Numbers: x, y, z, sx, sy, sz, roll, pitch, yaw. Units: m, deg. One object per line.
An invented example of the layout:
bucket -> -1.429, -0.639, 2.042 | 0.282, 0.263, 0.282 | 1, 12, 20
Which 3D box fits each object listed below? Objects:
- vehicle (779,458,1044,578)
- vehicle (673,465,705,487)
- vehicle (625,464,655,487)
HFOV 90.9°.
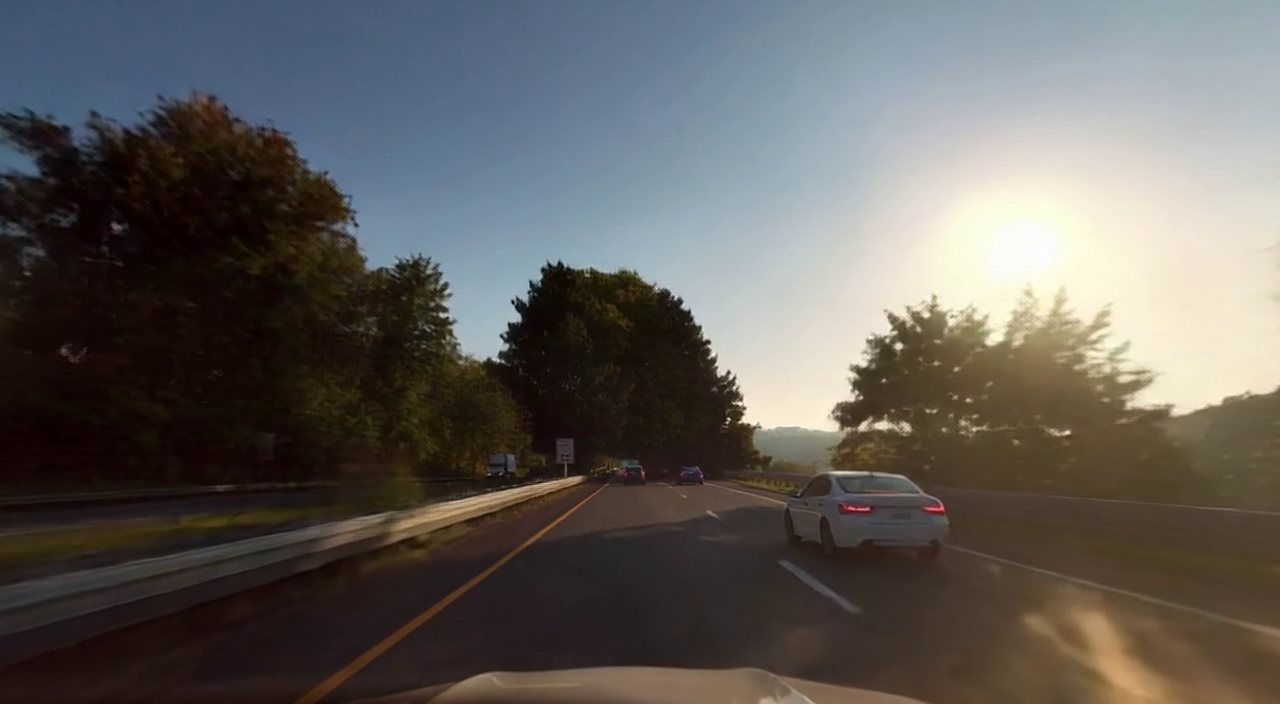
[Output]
vehicle -> 3.871, 2.492, 10.222 | 2.018, 1.426, 4.941 | 1, -10, -1
vehicle -> 3.549, 9.033, 45.976 | 1.976, 1.467, 3.783 | 1, -10, -1
vehicle -> -0.008, 8.514, 43.437 | 1.980, 1.483, 3.865 | 1, -10, 0
